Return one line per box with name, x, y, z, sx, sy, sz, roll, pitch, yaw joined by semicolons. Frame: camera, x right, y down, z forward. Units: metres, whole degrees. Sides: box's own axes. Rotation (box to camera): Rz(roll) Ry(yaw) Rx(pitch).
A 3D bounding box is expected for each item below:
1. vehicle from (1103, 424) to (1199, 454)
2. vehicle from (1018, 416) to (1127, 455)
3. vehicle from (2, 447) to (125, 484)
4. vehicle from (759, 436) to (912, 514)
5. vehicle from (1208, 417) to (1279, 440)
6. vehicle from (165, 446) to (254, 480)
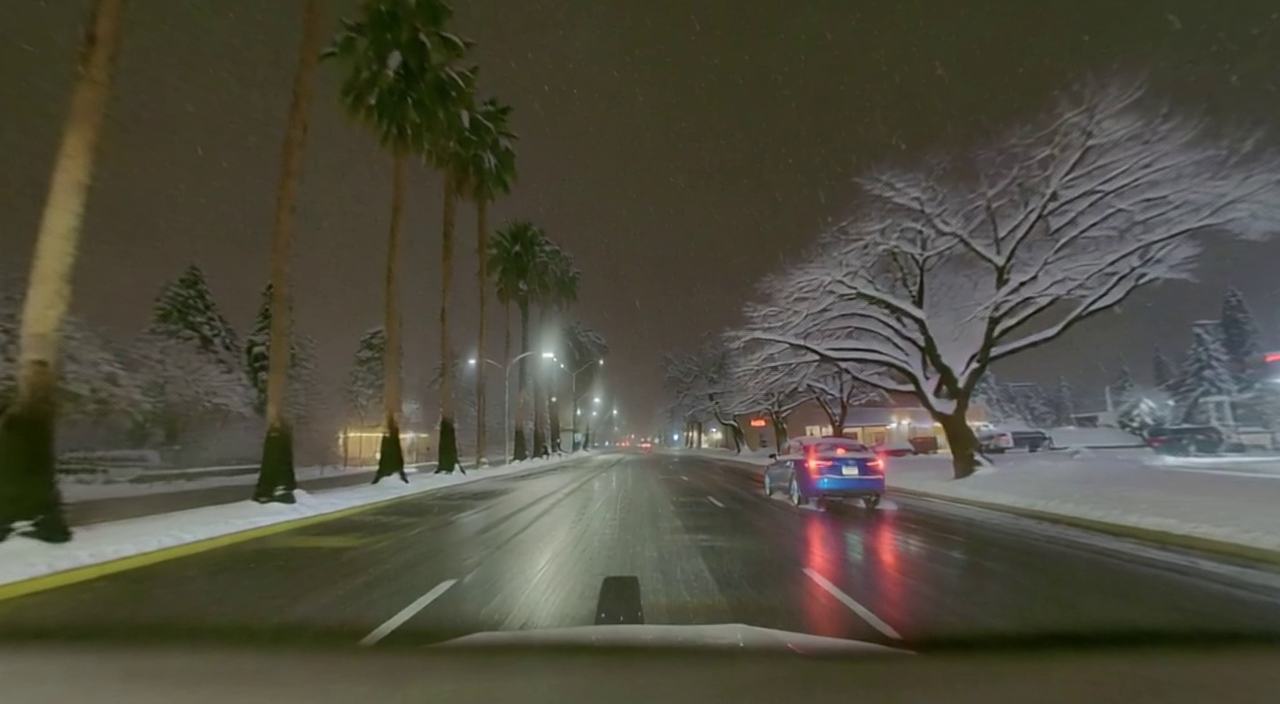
vehicle;34.703;5.940;42.979;4.676;1.741;1.948;-2;-10;0
vehicle;29.371;5.736;43.042;5.519;2.389;2.350;-2;-9;1
vehicle;-33.177;6.519;36.624;2.216;1.965;5.147;0;-8;0
vehicle;4.082;2.621;14.041;1.978;1.442;4.262;0;-8;-1
vehicle;46.717;5.919;48.877;3.668;1.500;1.642;-8;-11;28
vehicle;-27.699;7.126;40.889;2.091;1.981;4.836;1;-9;3
